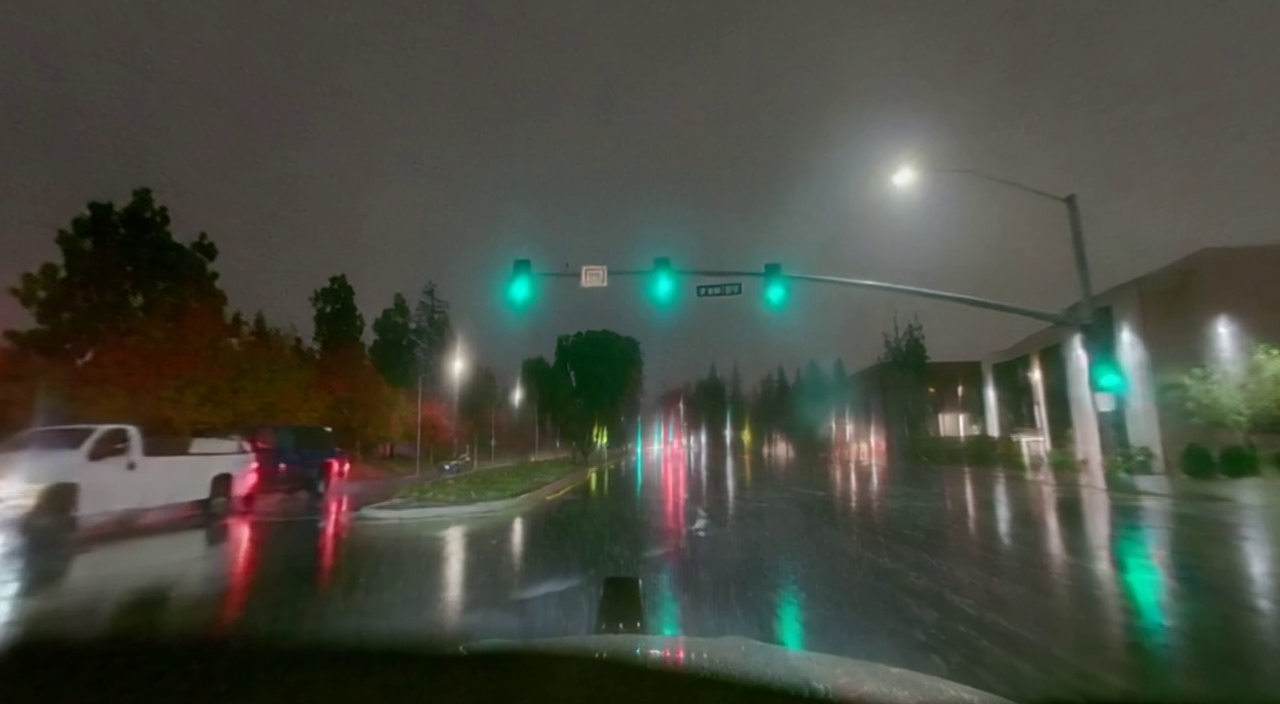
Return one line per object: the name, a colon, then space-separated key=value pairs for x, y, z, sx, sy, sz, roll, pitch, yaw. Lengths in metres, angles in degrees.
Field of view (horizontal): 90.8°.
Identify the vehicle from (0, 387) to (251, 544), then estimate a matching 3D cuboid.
vehicle: x=-15.708 y=3.125 z=17.983 sx=3.028 sy=3.424 sz=9.908 roll=0 pitch=-9 yaw=-1
